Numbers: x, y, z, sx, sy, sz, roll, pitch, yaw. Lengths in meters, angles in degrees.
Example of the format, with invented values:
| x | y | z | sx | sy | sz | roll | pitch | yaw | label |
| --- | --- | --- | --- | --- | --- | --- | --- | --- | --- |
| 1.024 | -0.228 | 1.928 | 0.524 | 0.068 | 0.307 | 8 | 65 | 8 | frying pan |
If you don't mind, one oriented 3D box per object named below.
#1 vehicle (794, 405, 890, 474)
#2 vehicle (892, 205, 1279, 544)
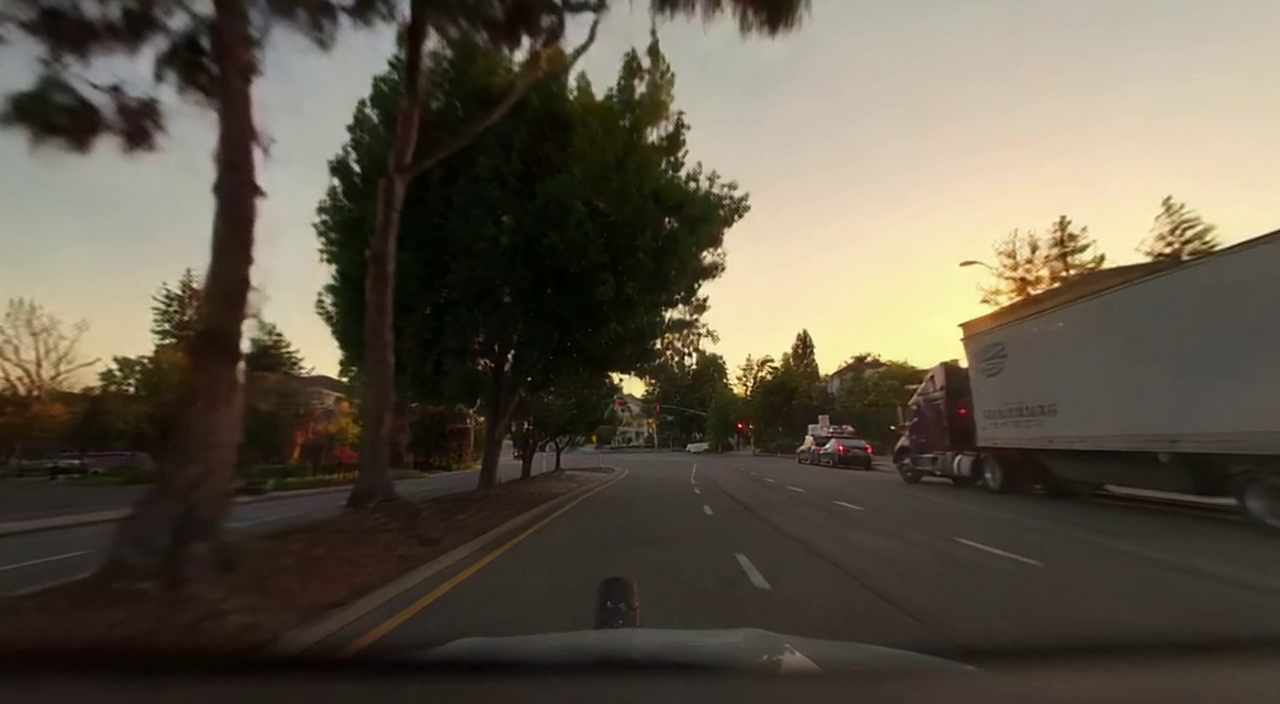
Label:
| x | y | z | sx | sy | sz | roll | pitch | yaw | label |
| --- | --- | --- | --- | --- | --- | --- | --- | --- | --- |
| 11.700 | 5.292 | 37.950 | 2.946 | 3.506 | 10.682 | -1 | -8 | 4 | vehicle |
| 10.163 | 1.109 | 13.702 | 2.907 | 4.439 | 17.681 | 0 | -8 | 3 | vehicle |
